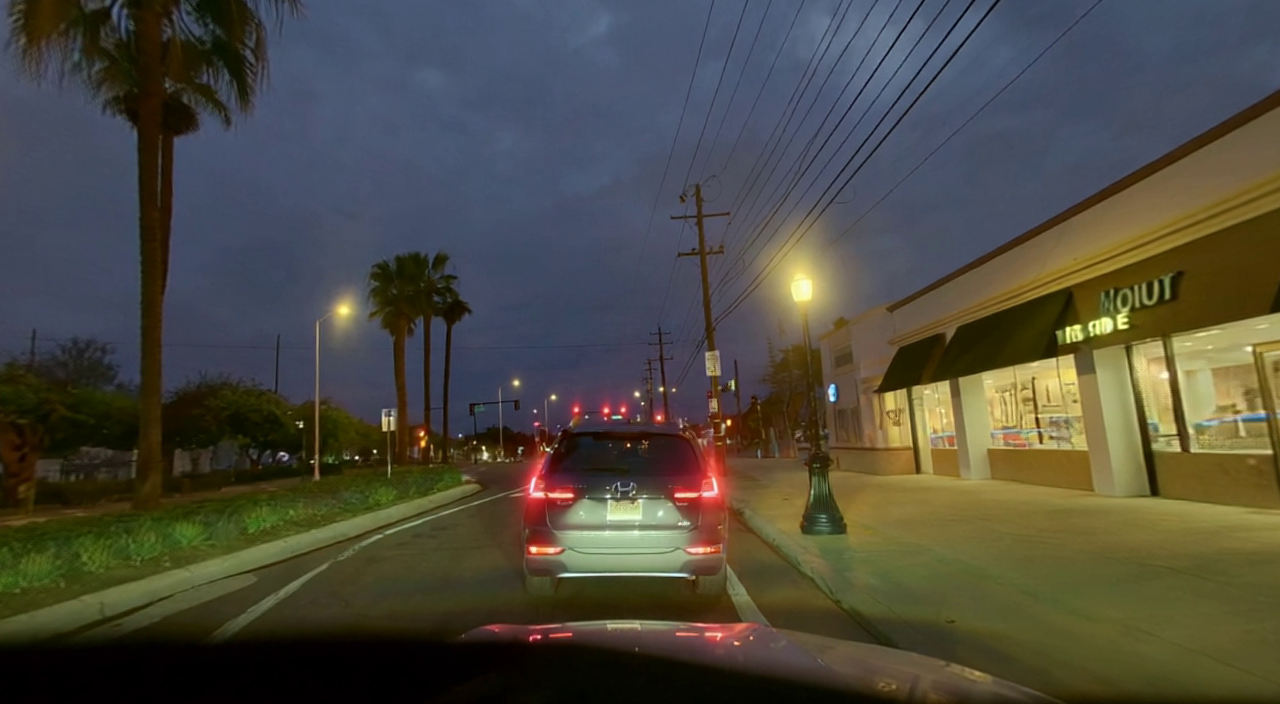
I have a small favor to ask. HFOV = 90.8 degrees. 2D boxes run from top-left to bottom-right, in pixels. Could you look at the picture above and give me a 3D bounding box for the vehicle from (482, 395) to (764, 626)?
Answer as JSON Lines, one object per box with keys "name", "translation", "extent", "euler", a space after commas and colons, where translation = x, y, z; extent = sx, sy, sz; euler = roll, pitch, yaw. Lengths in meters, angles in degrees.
{"name": "vehicle", "translation": [-0.210, 1.453, 6.684], "extent": [2.105, 1.702, 3.750], "euler": [0, -8, -3]}
